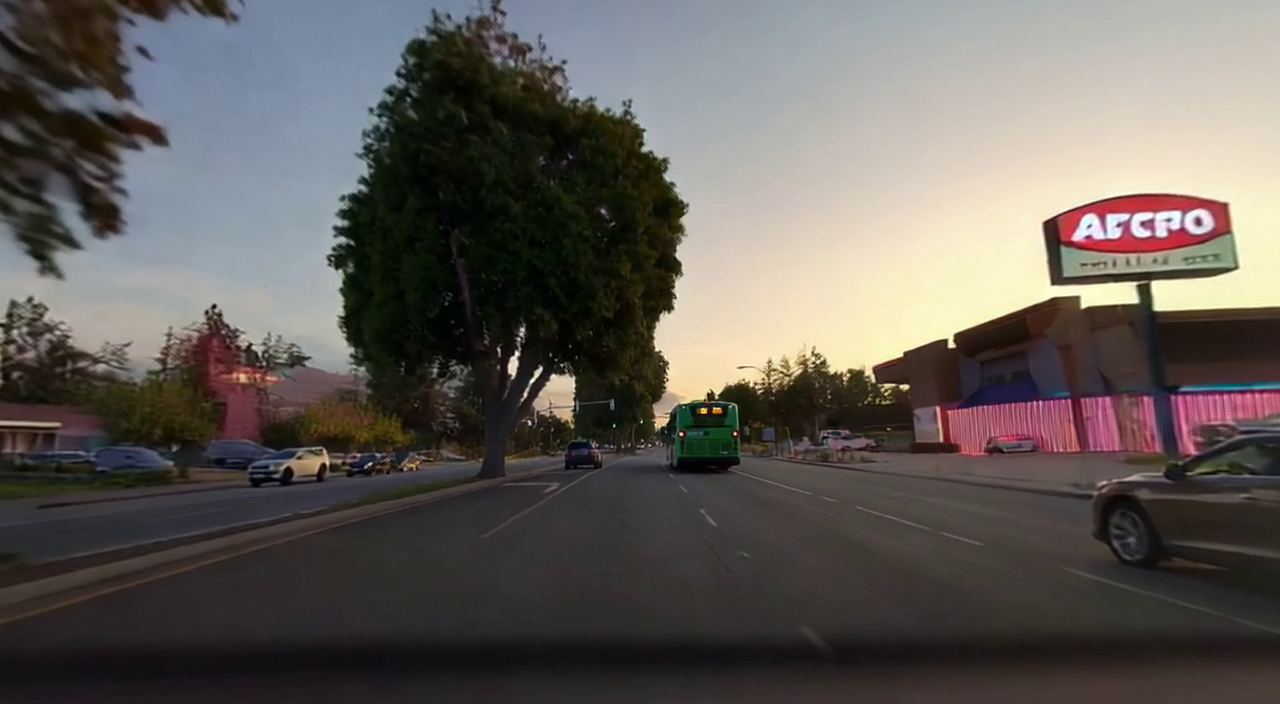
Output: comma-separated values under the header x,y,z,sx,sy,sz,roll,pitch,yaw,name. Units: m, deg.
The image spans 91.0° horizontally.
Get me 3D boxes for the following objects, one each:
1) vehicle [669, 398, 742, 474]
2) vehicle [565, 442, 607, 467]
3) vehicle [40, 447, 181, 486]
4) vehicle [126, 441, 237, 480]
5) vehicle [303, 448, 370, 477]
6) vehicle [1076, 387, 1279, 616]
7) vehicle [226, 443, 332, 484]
x,y,z,sx,sy,sz,roll,pitch,yaw,name
3.082,4.340,32.219,2.766,3.306,9.281,0,-8,0,vehicle
-3.290,6.312,38.916,2.211,1.416,4.179,0,-8,0,vehicle
-24.925,5.397,29.755,4.724,1.734,2.076,0,-8,1,vehicle
-25.084,5.947,34.575,4.425,2.063,1.988,0,-8,-3,vehicle
-18.915,6.868,39.459,1.918,1.705,4.573,0,-8,1,vehicle
6.018,1.133,4.705,2.129,1.754,4.668,0,-8,0,vehicle
-19.135,5.916,33.829,2.123,1.905,5.972,-2,-9,1,vehicle
